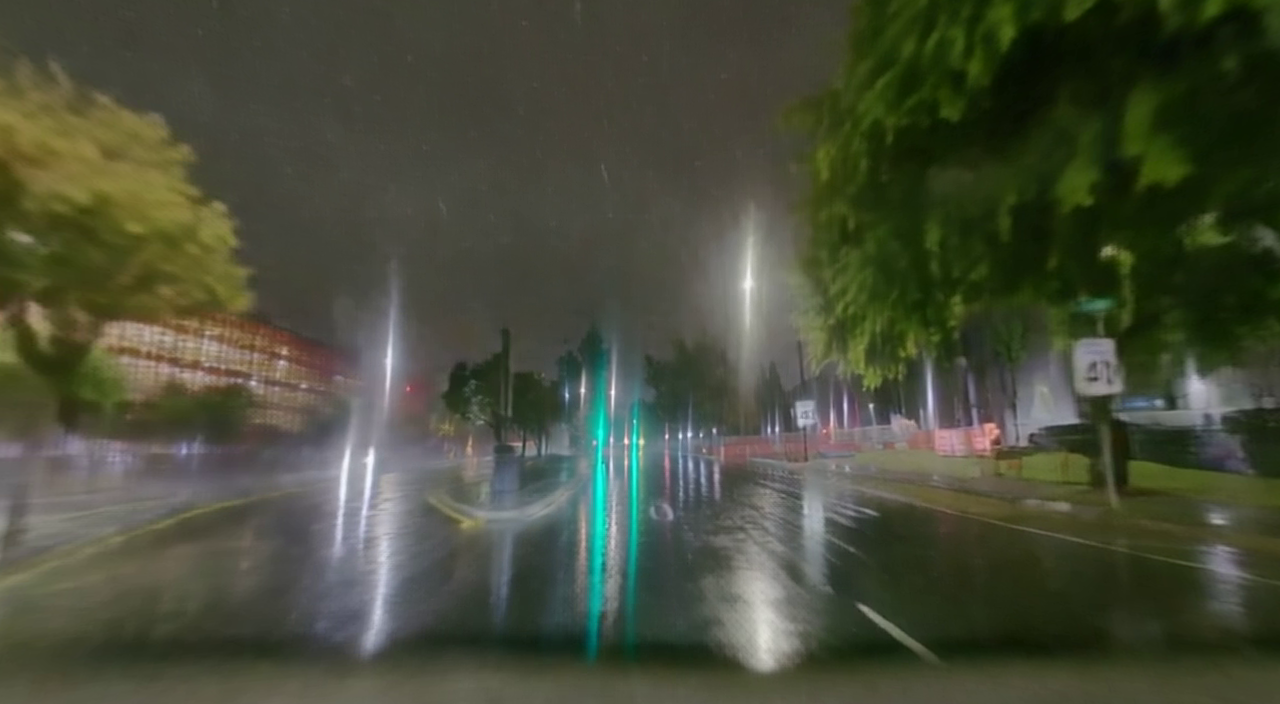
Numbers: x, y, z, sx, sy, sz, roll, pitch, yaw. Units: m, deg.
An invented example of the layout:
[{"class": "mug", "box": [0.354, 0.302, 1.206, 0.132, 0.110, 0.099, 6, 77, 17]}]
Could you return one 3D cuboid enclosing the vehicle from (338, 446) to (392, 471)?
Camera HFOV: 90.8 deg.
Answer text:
[{"class": "vehicle", "box": [-18.568, 7.199, 42.876, 1.877, 1.557, 4.423, 0, -8, -3]}]
